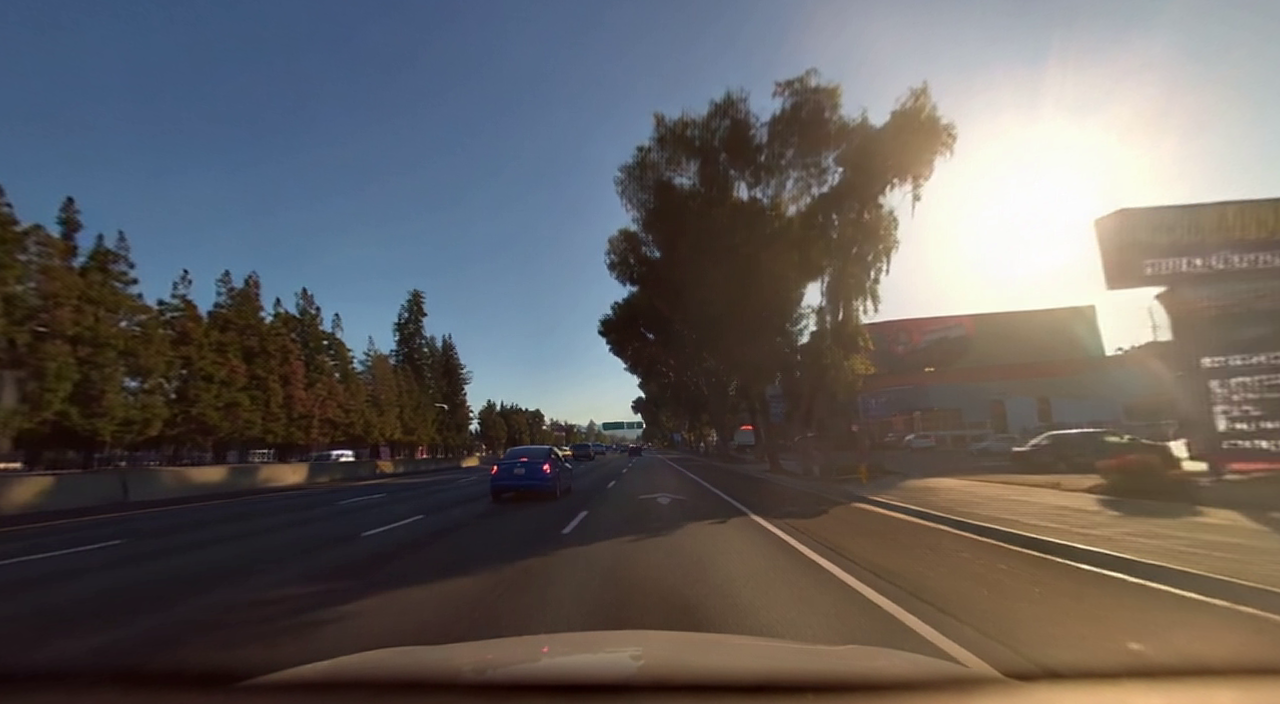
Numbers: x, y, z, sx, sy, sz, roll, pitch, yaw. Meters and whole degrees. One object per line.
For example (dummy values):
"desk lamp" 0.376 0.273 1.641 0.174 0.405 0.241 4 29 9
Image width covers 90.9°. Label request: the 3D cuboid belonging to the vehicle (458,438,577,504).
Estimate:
"vehicle" -3.031 3.063 16.663 2.152 1.479 4.394 0 -9 2
